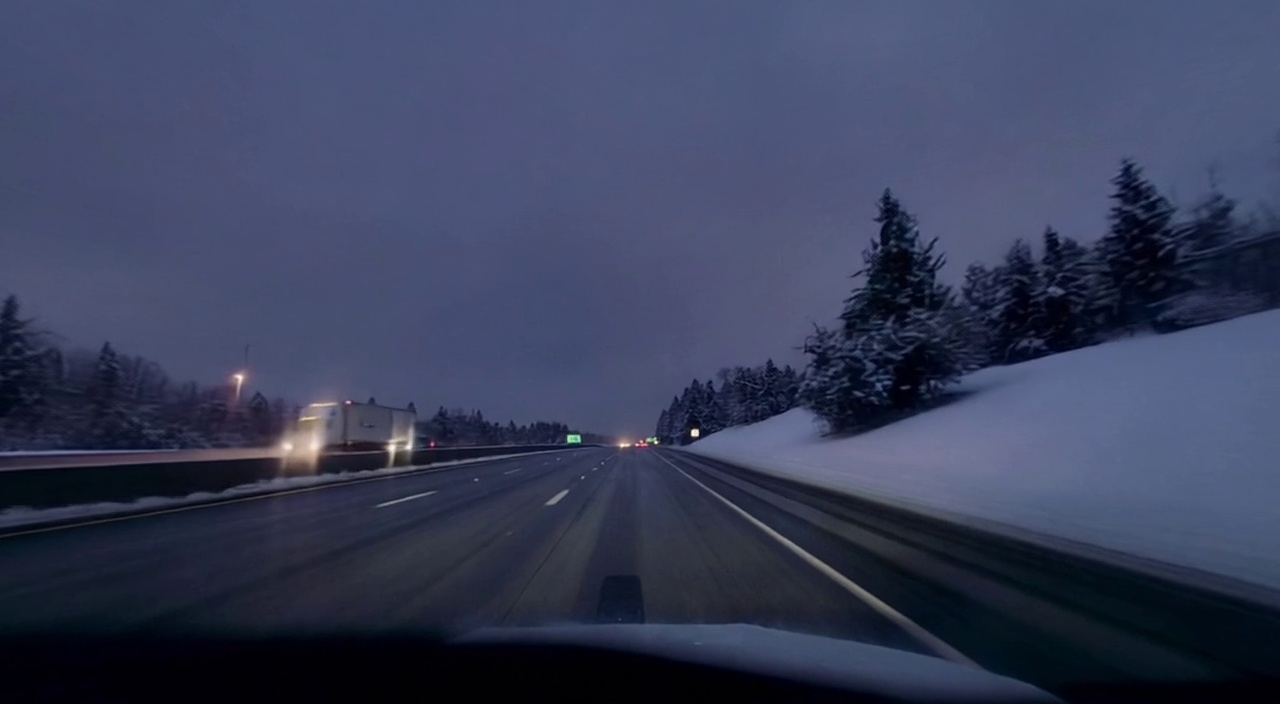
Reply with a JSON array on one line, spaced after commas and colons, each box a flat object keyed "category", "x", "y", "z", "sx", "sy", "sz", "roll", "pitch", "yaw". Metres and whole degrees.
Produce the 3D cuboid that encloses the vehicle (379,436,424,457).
[{"category": "vehicle", "x": -18.240, "y": 7.237, "z": 48.198, "sx": 1.837, "sy": 1.456, "sz": 3.836, "roll": -1, "pitch": -8, "yaw": 2}]
